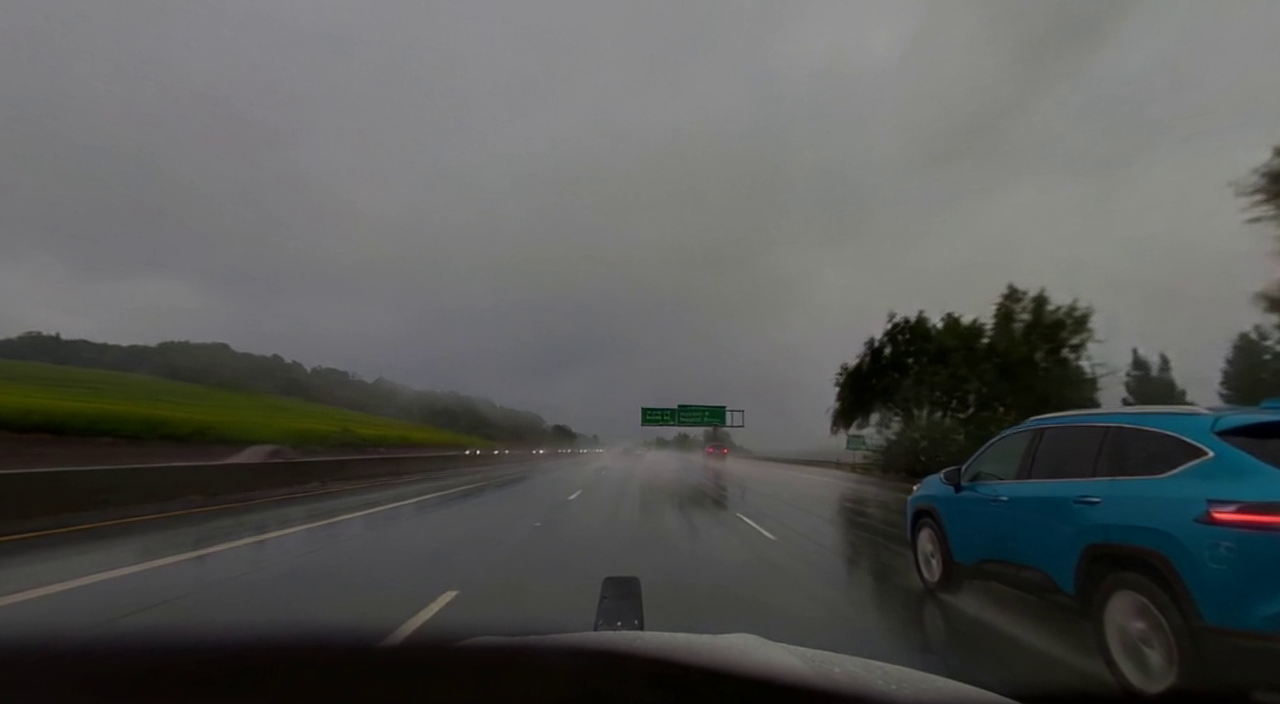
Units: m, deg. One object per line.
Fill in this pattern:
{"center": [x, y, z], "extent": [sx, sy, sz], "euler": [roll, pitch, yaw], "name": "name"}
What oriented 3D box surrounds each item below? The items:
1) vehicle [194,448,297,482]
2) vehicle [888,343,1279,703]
{"center": [-18.628, 5.328, 29.911], "extent": [1.984, 1.476, 4.457], "euler": [0, -9, 0], "name": "vehicle"}
{"center": [3.469, 1.102, 4.277], "extent": [1.784, 1.733, 4.141], "euler": [0, -9, -1], "name": "vehicle"}
